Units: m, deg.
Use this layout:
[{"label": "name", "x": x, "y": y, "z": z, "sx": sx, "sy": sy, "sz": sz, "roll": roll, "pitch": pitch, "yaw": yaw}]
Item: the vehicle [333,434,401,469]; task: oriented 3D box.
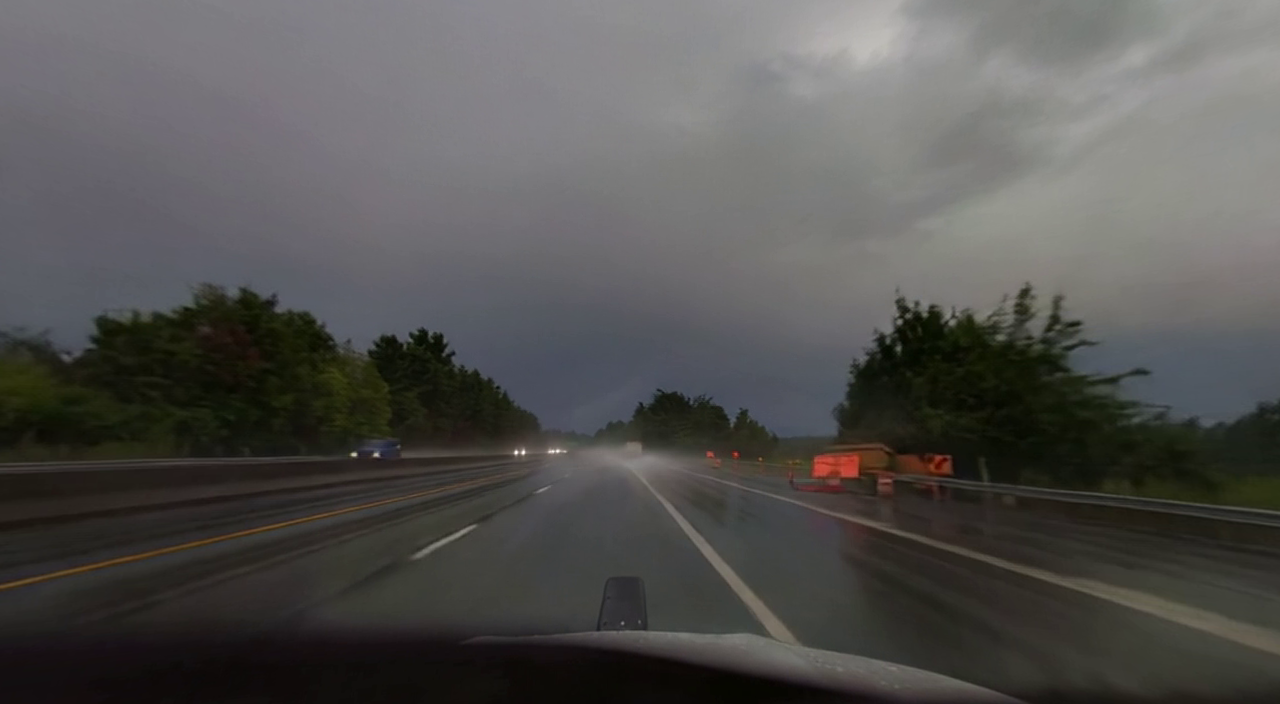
[{"label": "vehicle", "x": -19.455, "y": 7.148, "z": 45.230, "sx": 2.411, "sy": 2.328, "sz": 5.807, "roll": 0, "pitch": -9, "yaw": -2}]
